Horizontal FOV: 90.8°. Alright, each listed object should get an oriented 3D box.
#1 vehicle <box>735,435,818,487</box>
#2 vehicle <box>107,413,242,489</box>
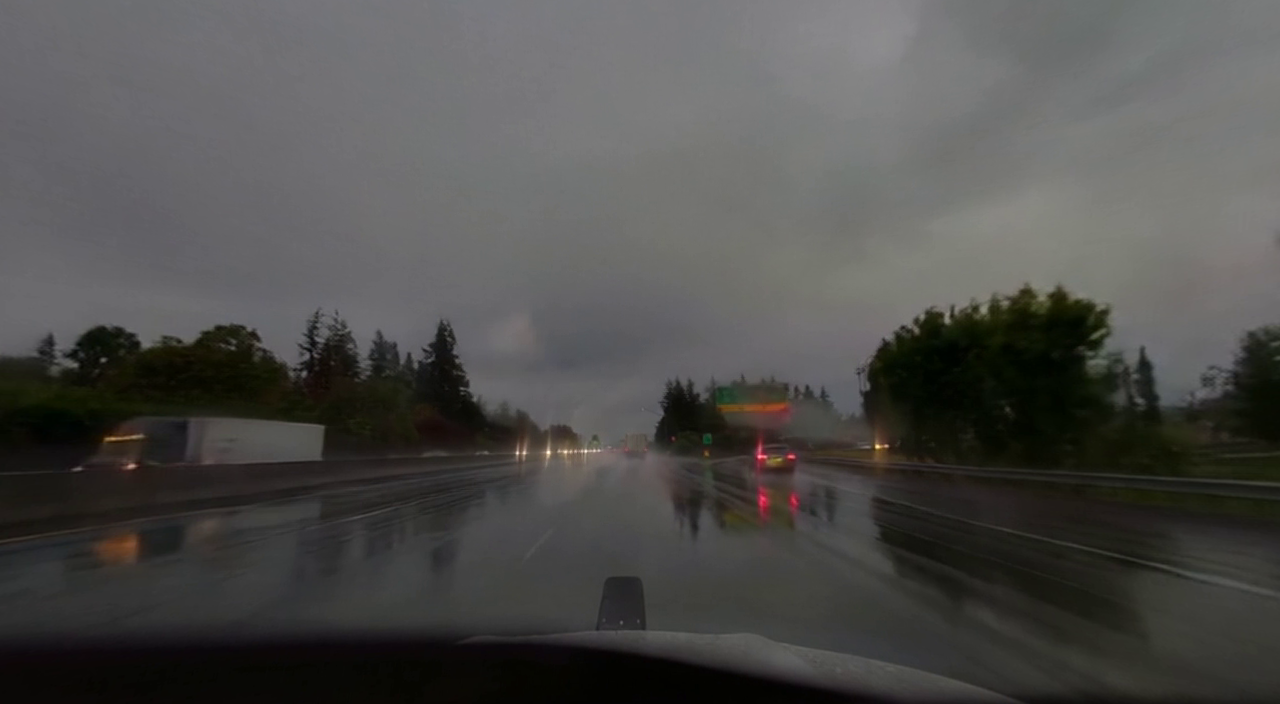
[{"bbox_3d":[4.942,4.025,23.548,2.096,1.712,4.697,0,-9,1],"label":"vehicle"},{"bbox_3d":[-25.868,5.541,35.529,2.936,3.873,5.895,0,-9,-1],"label":"vehicle"}]
